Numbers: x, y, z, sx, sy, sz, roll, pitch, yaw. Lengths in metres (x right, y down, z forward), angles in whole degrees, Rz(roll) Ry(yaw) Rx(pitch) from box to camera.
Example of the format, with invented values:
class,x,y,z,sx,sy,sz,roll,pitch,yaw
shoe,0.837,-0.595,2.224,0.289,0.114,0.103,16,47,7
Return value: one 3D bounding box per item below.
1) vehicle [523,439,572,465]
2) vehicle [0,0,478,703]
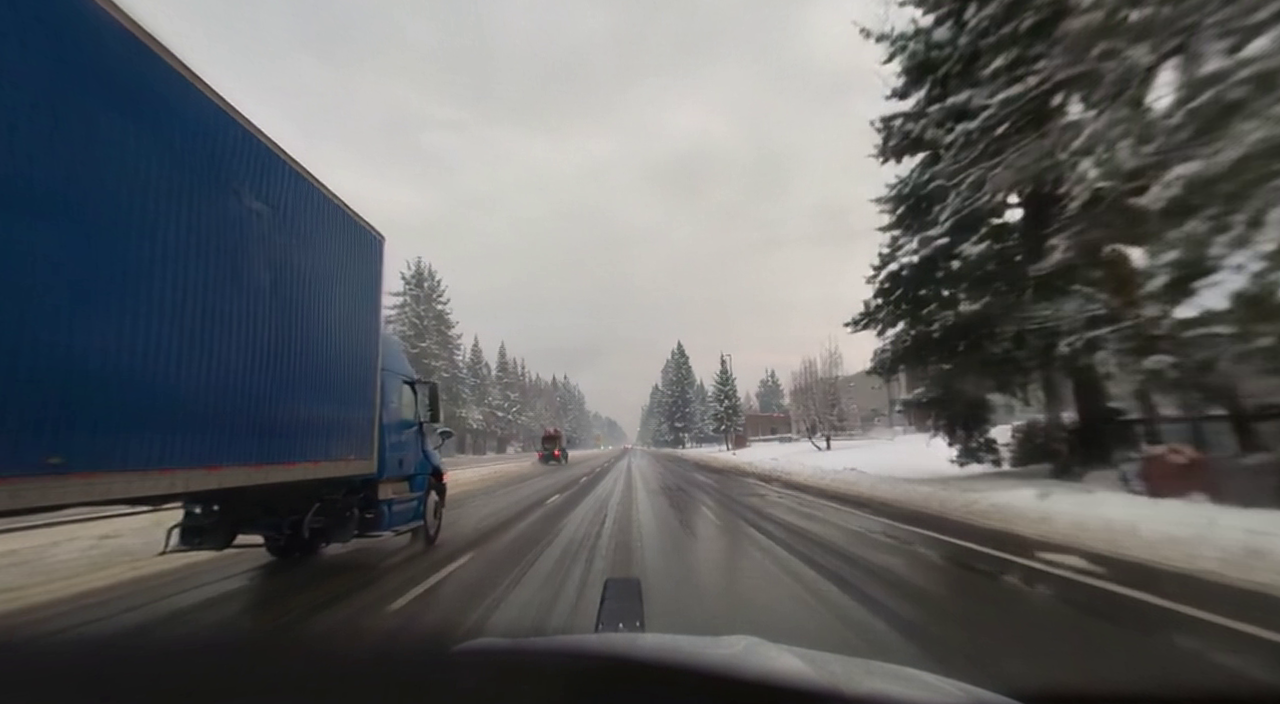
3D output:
class,x,y,z,sx,sy,sz,roll,pitch,yaw
vehicle,-7.051,7.718,49.188,2.743,1.832,7.257,0,-8,0
vehicle,-3.541,0.132,3.685,2.910,3.419,8.376,0,-8,0
